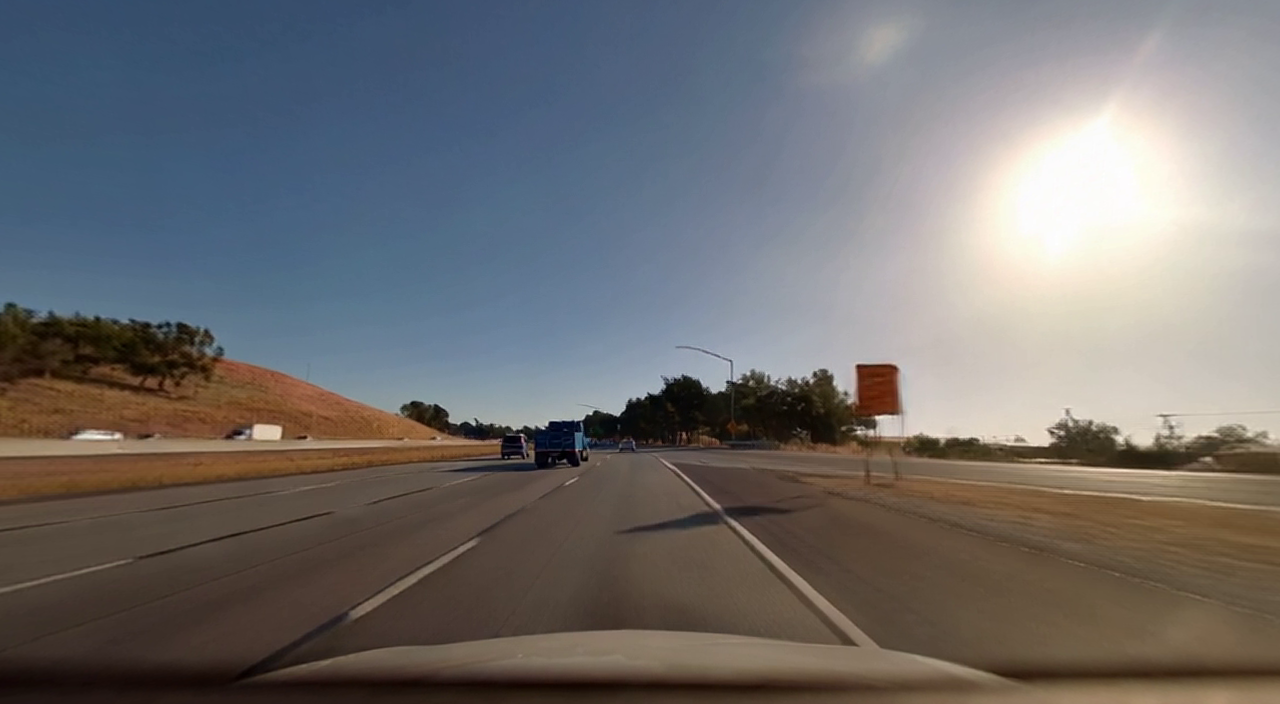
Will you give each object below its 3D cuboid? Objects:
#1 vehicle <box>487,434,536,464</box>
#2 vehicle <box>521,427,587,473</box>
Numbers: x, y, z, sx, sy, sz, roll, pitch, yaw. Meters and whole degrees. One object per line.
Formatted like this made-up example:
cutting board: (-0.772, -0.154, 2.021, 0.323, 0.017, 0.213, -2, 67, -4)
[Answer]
vehicle: (-7.926, 6.000, 39.059, 2.078, 1.729, 4.722, 0, -8, 0)
vehicle: (-3.491, 4.087, 26.223, 2.194, 1.766, 3.720, 0, -8, 0)
